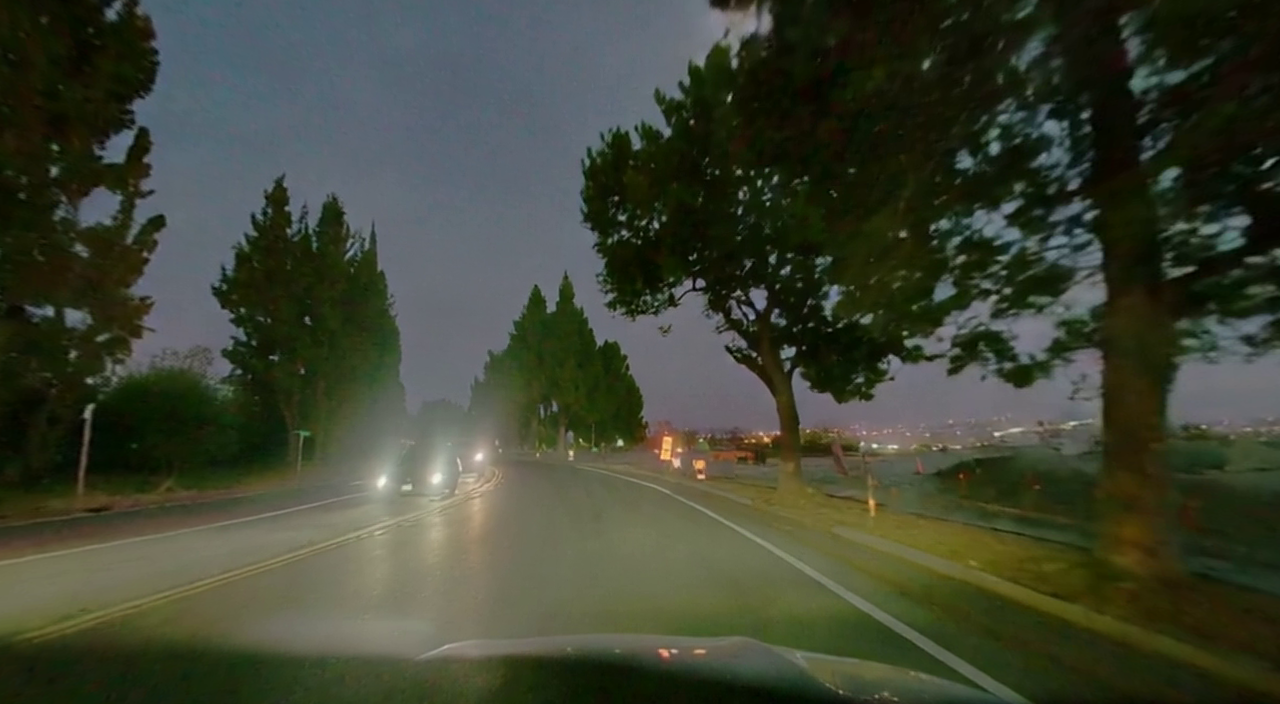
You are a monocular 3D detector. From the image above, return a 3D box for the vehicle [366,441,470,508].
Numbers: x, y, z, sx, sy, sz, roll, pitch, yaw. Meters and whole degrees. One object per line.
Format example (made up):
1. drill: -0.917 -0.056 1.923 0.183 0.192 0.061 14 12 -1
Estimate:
1. vehicle: -6.866 3.779 20.055 2.019 1.840 4.437 0 -9 -5
